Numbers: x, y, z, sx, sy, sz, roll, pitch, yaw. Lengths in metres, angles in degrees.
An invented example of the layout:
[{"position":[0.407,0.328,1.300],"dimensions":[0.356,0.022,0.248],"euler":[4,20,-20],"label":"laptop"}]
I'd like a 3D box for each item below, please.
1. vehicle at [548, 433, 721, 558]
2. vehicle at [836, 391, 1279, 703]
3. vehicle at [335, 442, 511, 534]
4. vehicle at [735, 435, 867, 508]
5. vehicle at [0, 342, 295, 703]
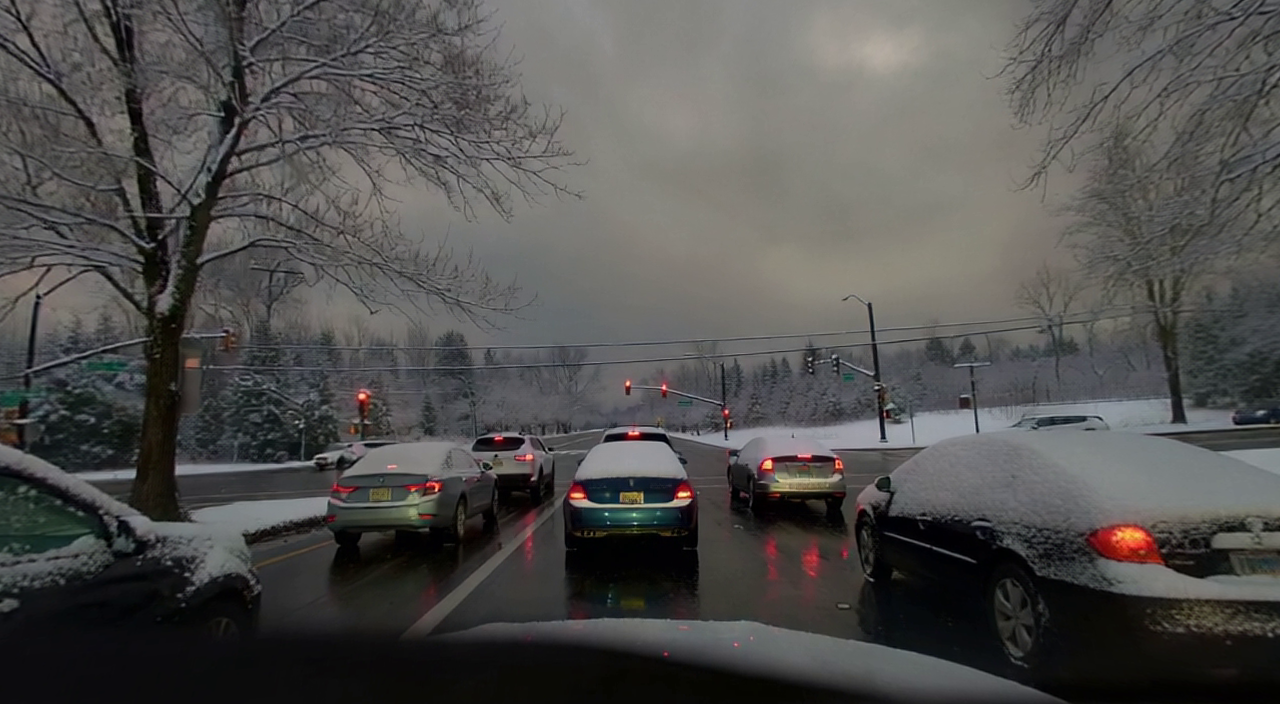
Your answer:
[{"position":[-0.076,2.009,9.589],"dimensions":[2.061,1.470,3.970],"euler":[0,-8,0],"label":"vehicle"},{"position":[3.390,1.307,5.424],"dimensions":[1.933,1.564,4.600],"euler":[0,-8,0],"label":"vehicle"},{"position":[-3.916,2.501,12.338],"dimensions":[1.919,1.459,4.371],"euler":[0,-8,-1],"label":"vehicle"},{"position":[3.645,2.786,15.256],"dimensions":[1.922,1.472,4.440],"euler":[0,-8,-1],"label":"vehicle"},{"position":[-3.663,0.846,2.547],"dimensions":[2.047,1.764,4.369],"euler":[0,-8,0],"label":"vehicle"}]
